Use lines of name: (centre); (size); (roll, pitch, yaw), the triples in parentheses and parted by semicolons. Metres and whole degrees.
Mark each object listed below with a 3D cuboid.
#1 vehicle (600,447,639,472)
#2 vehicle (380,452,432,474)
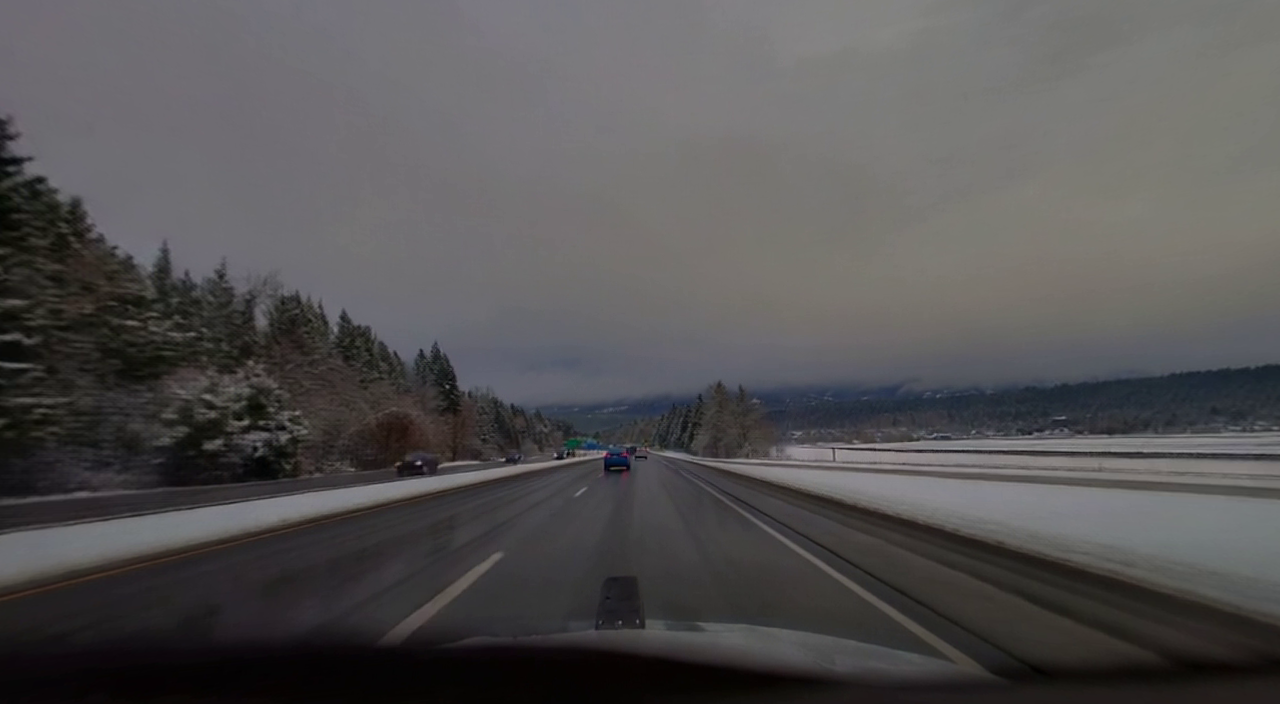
vehicle: (-1.213, 6.683, 39.517); (2.170, 1.451, 4.584); (0, -8, 1)
vehicle: (-16.408, 7.779, 44.456); (2.007, 1.444, 4.190); (0, -9, 2)
